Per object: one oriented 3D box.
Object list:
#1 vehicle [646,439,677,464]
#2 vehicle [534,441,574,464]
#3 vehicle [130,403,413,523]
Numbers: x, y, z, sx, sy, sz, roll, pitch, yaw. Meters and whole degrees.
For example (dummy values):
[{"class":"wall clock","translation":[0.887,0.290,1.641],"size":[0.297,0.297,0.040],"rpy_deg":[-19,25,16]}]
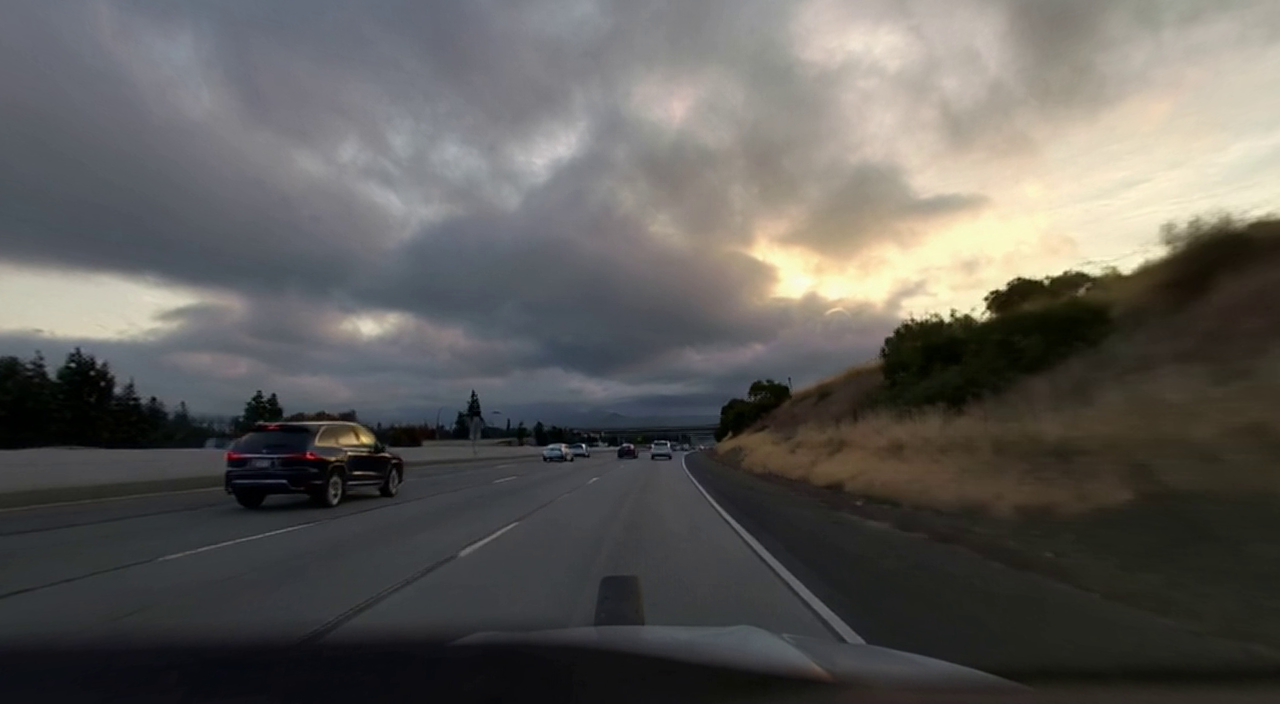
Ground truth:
[{"class":"vehicle","translation":[1.609,7.267,46.078],"size":[2.141,1.706,4.065],"rpy_deg":[0,-8,3]},{"class":"vehicle","translation":[-6.132,7.210,45.381],"size":[1.986,1.534,4.255],"rpy_deg":[0,-8,3]},{"class":"vehicle","translation":[-7.110,2.233,13.256],"size":[2.438,1.967,5.596],"rpy_deg":[0,-8,1]}]
